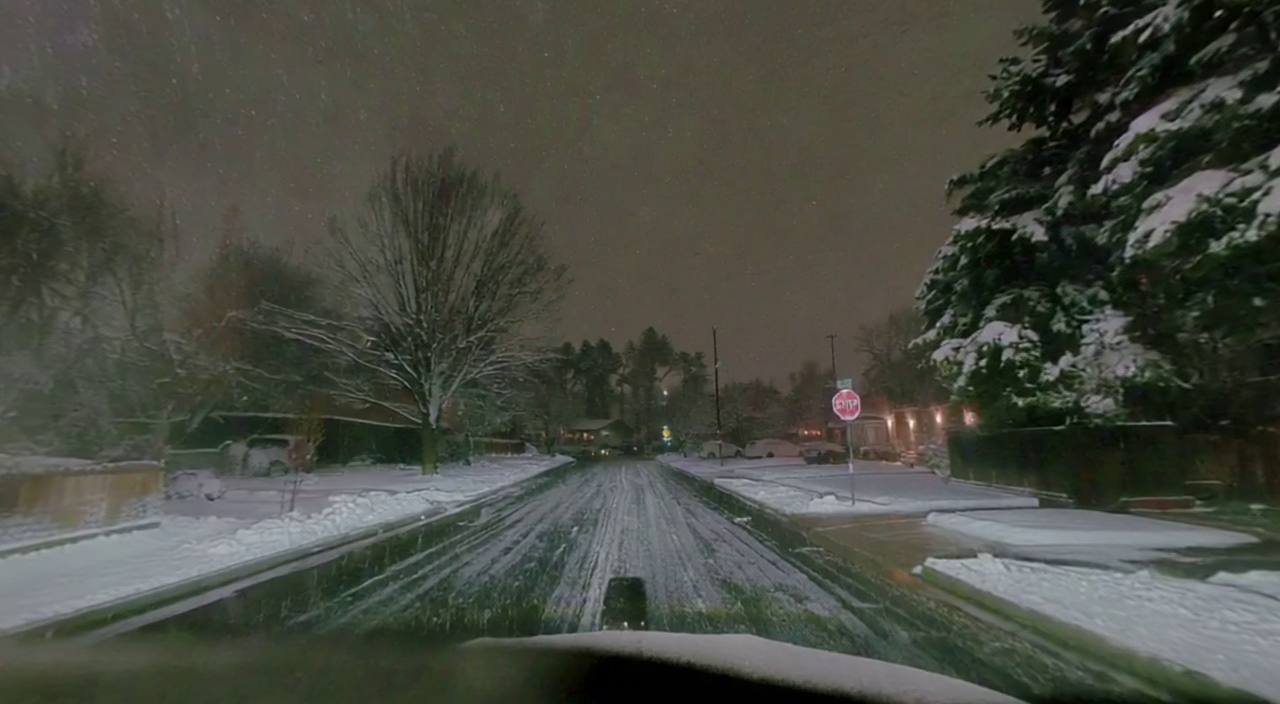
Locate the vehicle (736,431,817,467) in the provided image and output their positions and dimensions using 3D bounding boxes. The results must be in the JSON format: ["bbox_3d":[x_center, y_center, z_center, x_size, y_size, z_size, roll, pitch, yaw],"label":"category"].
[{"bbox_3d":[9.896,7.005,45.862,5.239,1.933,2.131,-5,-3,-3],"label":"vehicle"}]

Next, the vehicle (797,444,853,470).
[{"bbox_3d":[11.716,6.552,39.691,2.004,1.511,4.494,-6,-10,35],"label":"vehicle"}]

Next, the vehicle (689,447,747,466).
[{"bbox_3d":[5.990,8.036,48.527,4.229,1.402,1.811,0,-9,0],"label":"vehicle"}]
